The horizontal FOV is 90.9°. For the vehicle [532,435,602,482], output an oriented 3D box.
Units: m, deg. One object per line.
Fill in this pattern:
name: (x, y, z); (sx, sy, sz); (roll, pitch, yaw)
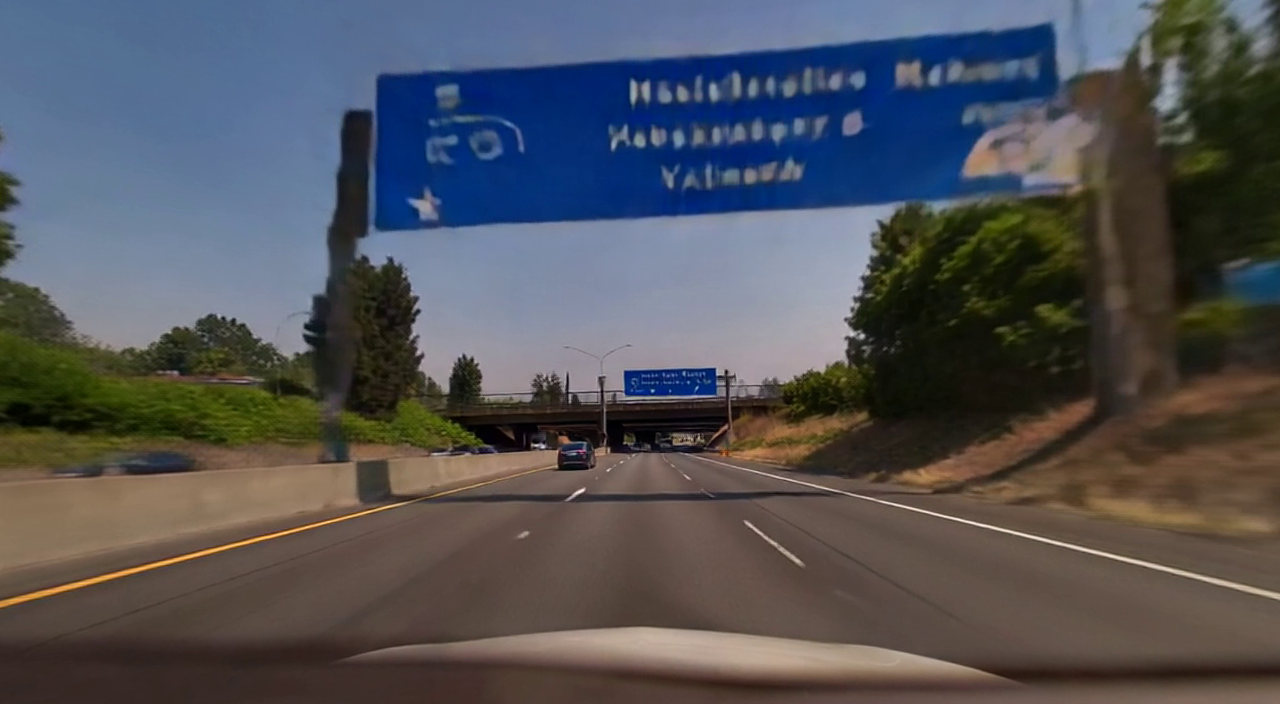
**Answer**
vehicle: (-2.719, 4.091, 24.466); (2.183, 1.662, 3.968); (0, -9, 1)

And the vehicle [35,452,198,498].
vehicle: (-19.237, 4.509, 23.526); (1.946, 1.461, 4.746); (0, -9, 1)
